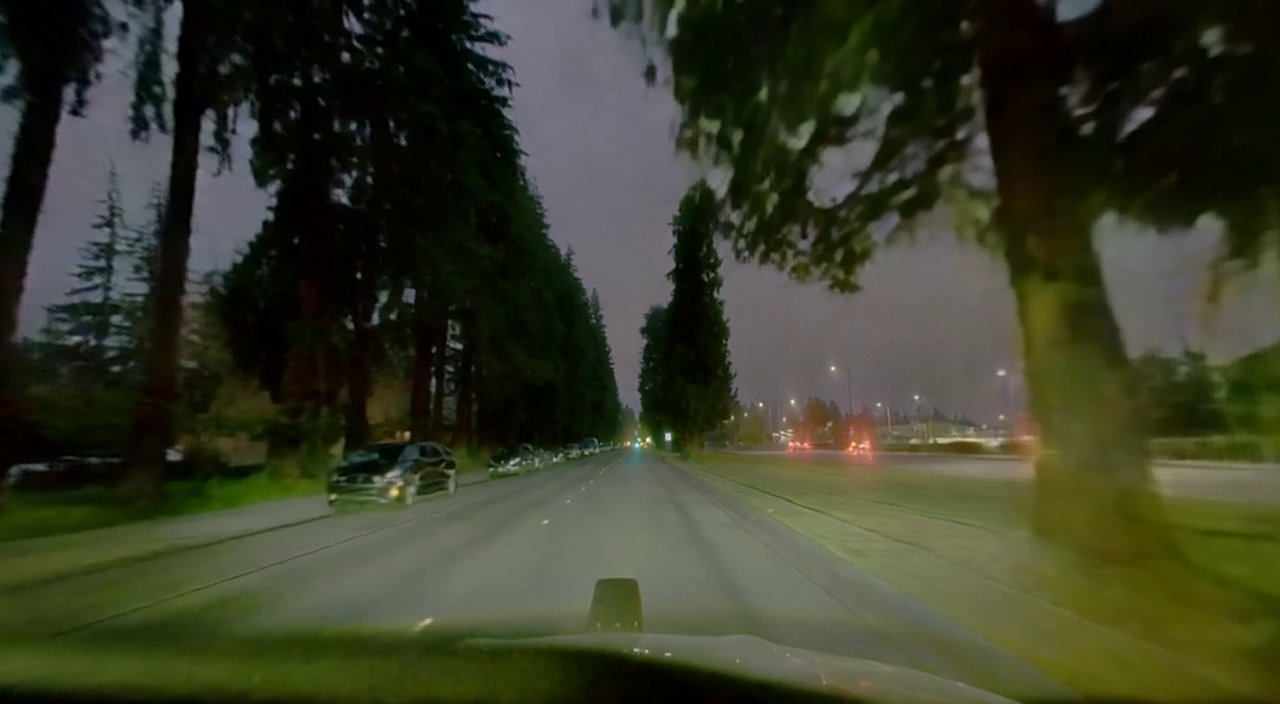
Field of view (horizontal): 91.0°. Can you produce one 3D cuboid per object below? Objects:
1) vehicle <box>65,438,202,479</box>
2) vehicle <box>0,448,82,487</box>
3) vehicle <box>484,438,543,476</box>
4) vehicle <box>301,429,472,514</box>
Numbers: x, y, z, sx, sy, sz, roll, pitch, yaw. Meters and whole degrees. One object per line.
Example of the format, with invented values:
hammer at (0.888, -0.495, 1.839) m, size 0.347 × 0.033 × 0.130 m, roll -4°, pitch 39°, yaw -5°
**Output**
vehicle at (-25.614, 5.368, 31.959) m, size 5.012 × 1.968 × 2.206 m, roll 0°, pitch -8°, yaw 0°
vehicle at (-26.679, 4.872, 26.645) m, size 4.108 × 1.524 × 1.975 m, roll 0°, pitch -8°, yaw -1°
vehicle at (-6.604, 5.524, 33.525) m, size 2.020 × 1.842 × 5.116 m, roll 1°, pitch -8°, yaw 1°
vehicle at (-6.534, 3.098, 17.161) m, size 2.350 × 1.892 × 5.542 m, roll 0°, pitch -8°, yaw 0°
